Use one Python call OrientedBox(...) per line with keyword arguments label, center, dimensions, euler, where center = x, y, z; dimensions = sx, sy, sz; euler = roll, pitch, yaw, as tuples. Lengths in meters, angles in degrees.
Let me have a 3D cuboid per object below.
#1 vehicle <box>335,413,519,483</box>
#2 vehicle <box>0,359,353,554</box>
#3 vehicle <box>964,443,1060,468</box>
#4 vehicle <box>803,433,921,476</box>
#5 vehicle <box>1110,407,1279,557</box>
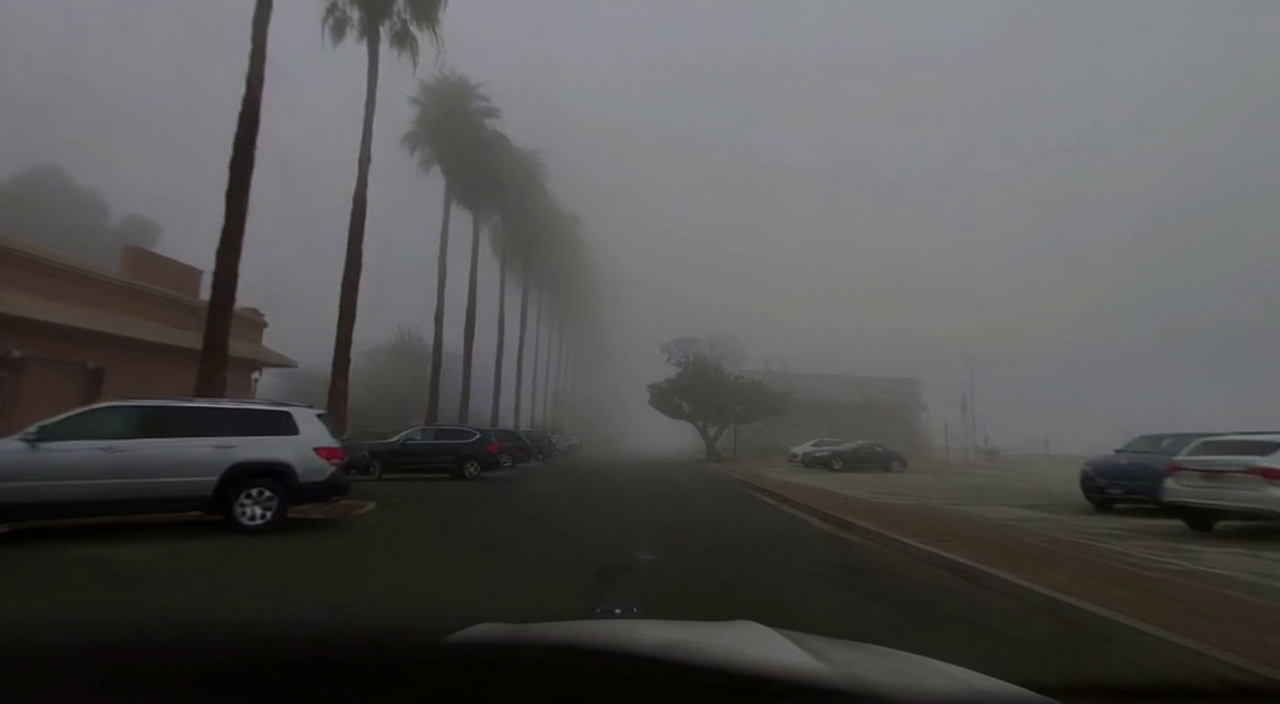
OrientedBox(label="vehicle", center=(-6.350, 2.897, 19.104), dimensions=(4.787, 1.867, 2.092), euler=(6, -10, -34))
OrientedBox(label="vehicle", center=(-6.048, 1.146, 7.102), dimensions=(4.763, 1.801, 2.013), euler=(6, -10, -34))
OrientedBox(label="vehicle", center=(24.889, 6.921, 42.434), dimensions=(1.785, 1.539, 5.214), euler=(7, -11, -34))
OrientedBox(label="vehicle", center=(9.741, 4.516, 27.683), dimensions=(4.758, 1.759, 2.068), euler=(5, -11, -27))
OrientedBox(label="vehicle", center=(9.566, 1.767, 9.037), dimensions=(4.868, 1.754, 2.132), euler=(3, -9, -21))
